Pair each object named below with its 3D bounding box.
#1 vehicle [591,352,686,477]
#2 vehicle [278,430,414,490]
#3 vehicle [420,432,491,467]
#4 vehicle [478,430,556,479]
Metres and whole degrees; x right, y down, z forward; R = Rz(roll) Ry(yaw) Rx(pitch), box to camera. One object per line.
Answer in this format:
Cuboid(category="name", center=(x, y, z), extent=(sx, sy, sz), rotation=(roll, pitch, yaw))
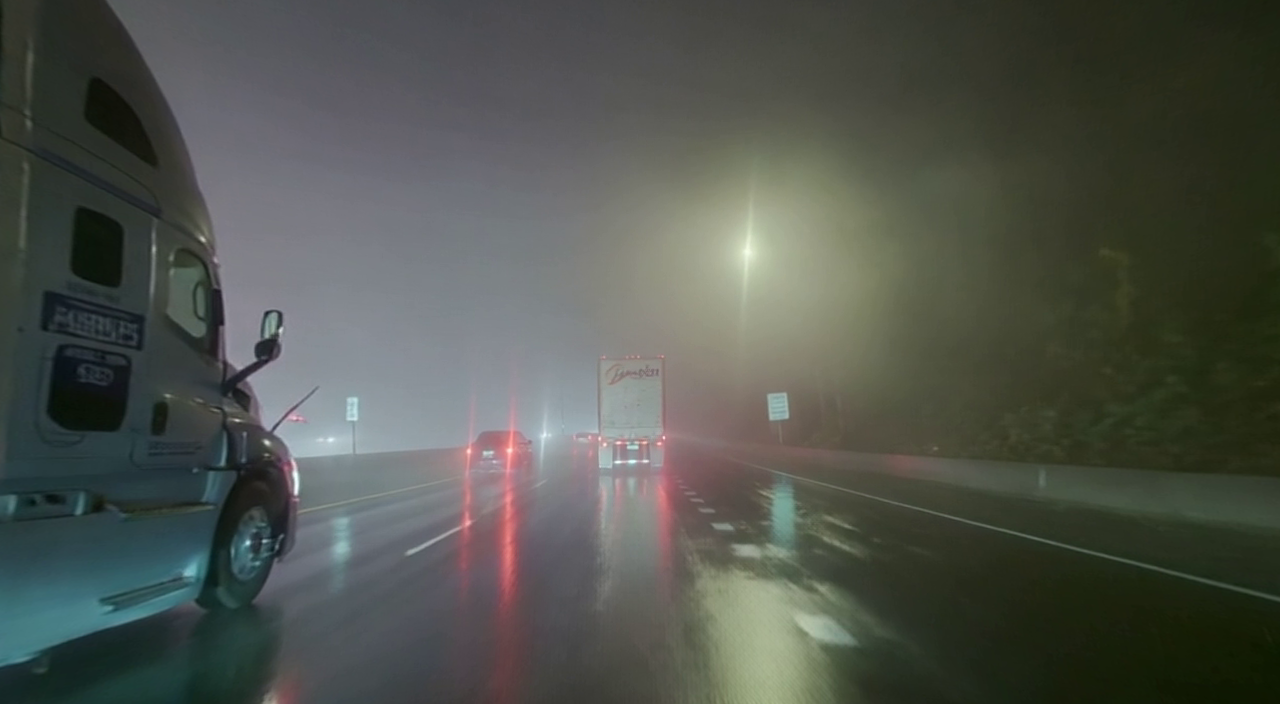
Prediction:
Cuboid(category="vehicle", center=(-0.188, 2.754, 26.166), extent=(3.118, 4.106, 10.719), rotation=(0, -8, -2))
Cuboid(category="vehicle", center=(-8.123, 2.989, 17.832), extent=(1.943, 1.500, 4.011), rotation=(0, -8, -1))
Cuboid(category="vehicle", center=(-8.551, 4.552, 29.599), extent=(1.976, 1.510, 4.604), rotation=(0, -8, -1))
Cuboid(category="vehicle", center=(-4.068, 3.434, 21.410), extent=(1.933, 1.492, 3.838), rotation=(0, -8, 0))
